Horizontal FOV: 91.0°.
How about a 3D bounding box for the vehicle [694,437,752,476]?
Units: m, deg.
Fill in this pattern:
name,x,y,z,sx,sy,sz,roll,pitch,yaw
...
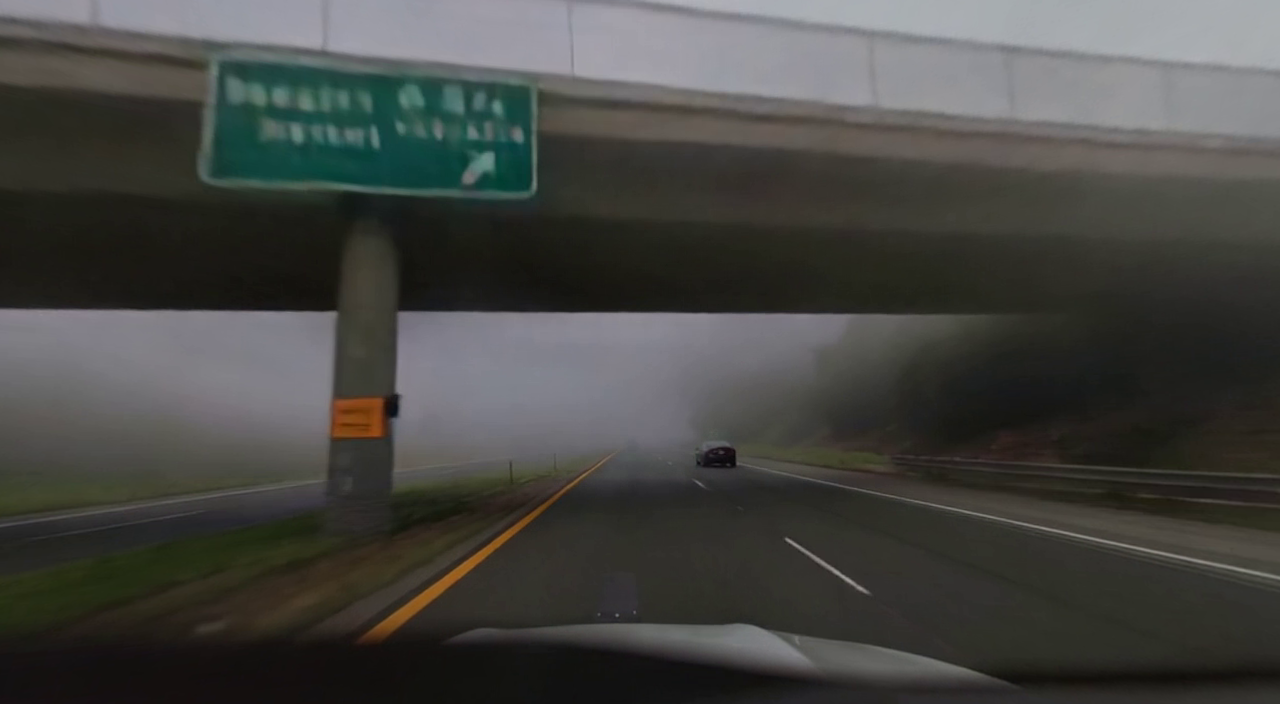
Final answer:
name,x,y,z,sx,sy,sz,roll,pitch,yaw
vehicle,3.322,4.250,25.879,1.781,1.470,3.540,0,-8,-2
